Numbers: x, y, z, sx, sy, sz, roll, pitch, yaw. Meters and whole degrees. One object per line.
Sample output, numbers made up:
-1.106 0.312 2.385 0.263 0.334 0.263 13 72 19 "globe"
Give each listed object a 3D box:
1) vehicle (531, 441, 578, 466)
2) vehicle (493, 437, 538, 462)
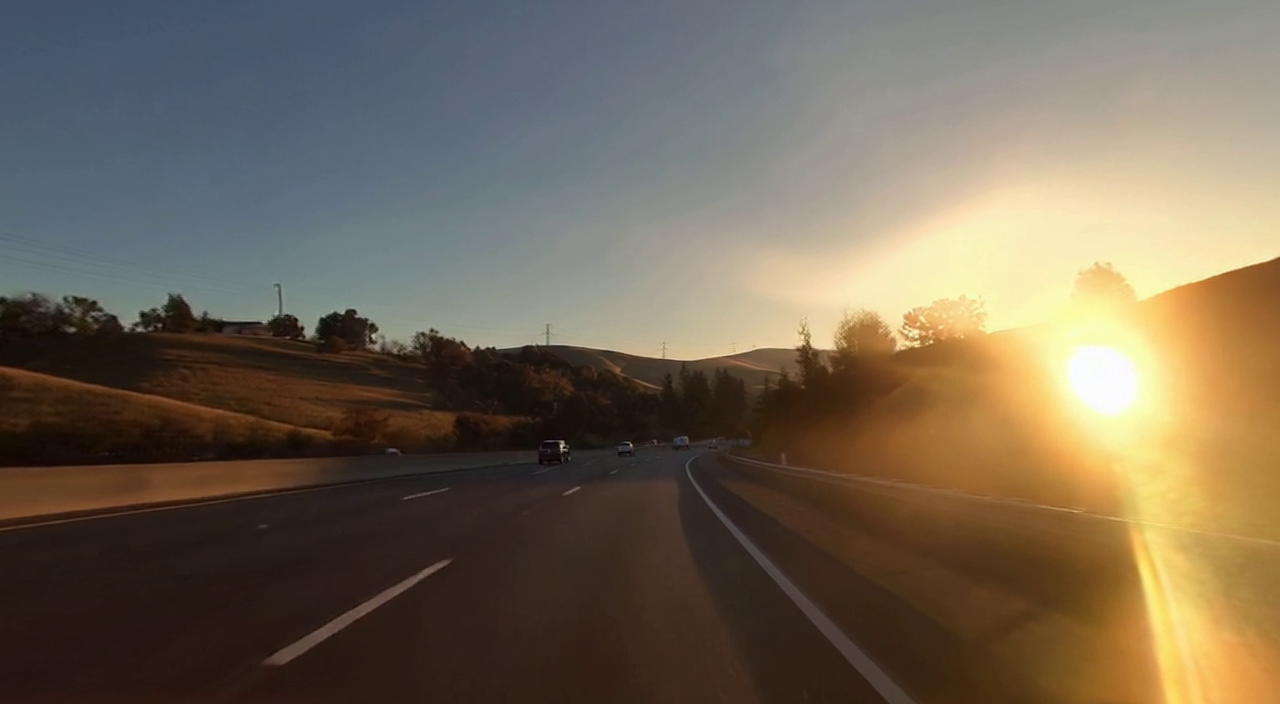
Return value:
-5.318 6.377 39.552 2.010 1.489 4.456 -1 -9 4 "vehicle"
-9.119 7.221 46.458 2.063 1.743 4.392 -1 -9 5 "vehicle"
